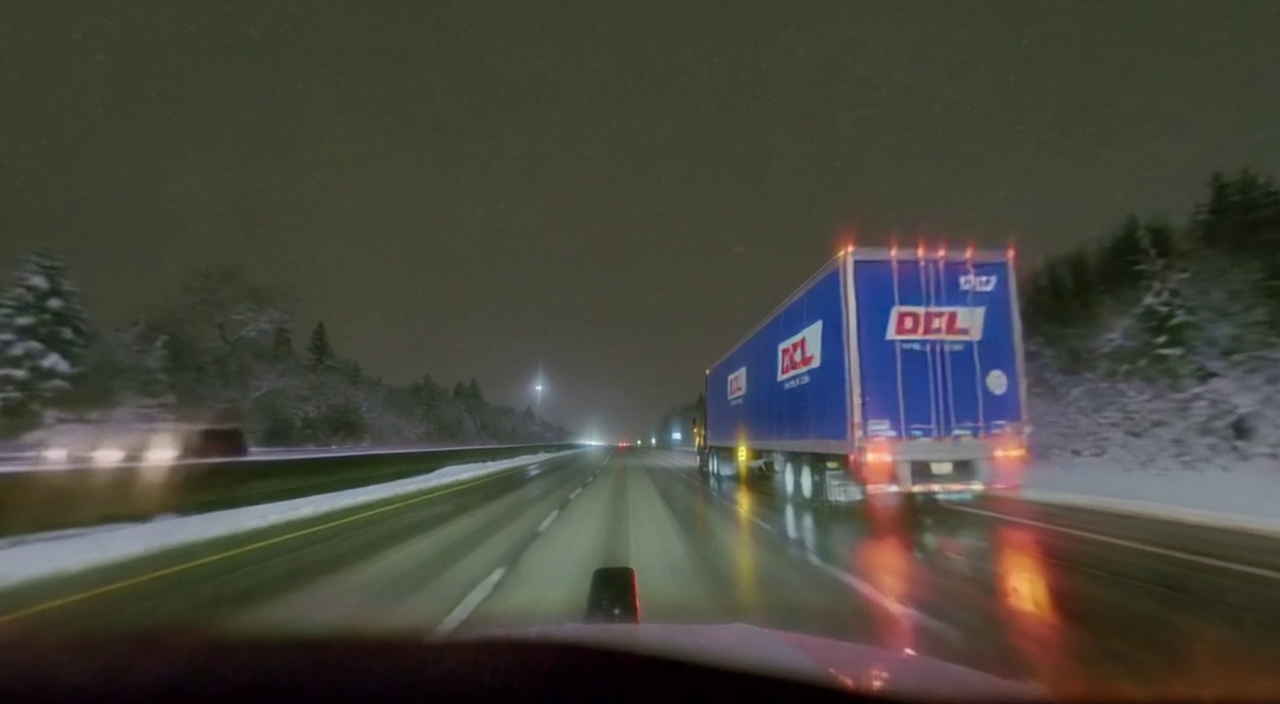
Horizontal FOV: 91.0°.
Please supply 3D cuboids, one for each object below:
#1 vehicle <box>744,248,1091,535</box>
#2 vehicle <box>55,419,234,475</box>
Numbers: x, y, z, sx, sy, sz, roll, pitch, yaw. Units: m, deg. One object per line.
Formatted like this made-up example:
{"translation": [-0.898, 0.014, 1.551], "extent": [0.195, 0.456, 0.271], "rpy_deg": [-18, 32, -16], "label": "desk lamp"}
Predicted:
{"translation": [4.428, 1.056, 12.718], "extent": [2.880, 3.918, 8.254], "rpy_deg": [0, -8, -2], "label": "vehicle"}
{"translation": [-15.126, 2.942, 19.647], "extent": [1.880, 1.528, 4.663], "rpy_deg": [0, -8, -2], "label": "vehicle"}
